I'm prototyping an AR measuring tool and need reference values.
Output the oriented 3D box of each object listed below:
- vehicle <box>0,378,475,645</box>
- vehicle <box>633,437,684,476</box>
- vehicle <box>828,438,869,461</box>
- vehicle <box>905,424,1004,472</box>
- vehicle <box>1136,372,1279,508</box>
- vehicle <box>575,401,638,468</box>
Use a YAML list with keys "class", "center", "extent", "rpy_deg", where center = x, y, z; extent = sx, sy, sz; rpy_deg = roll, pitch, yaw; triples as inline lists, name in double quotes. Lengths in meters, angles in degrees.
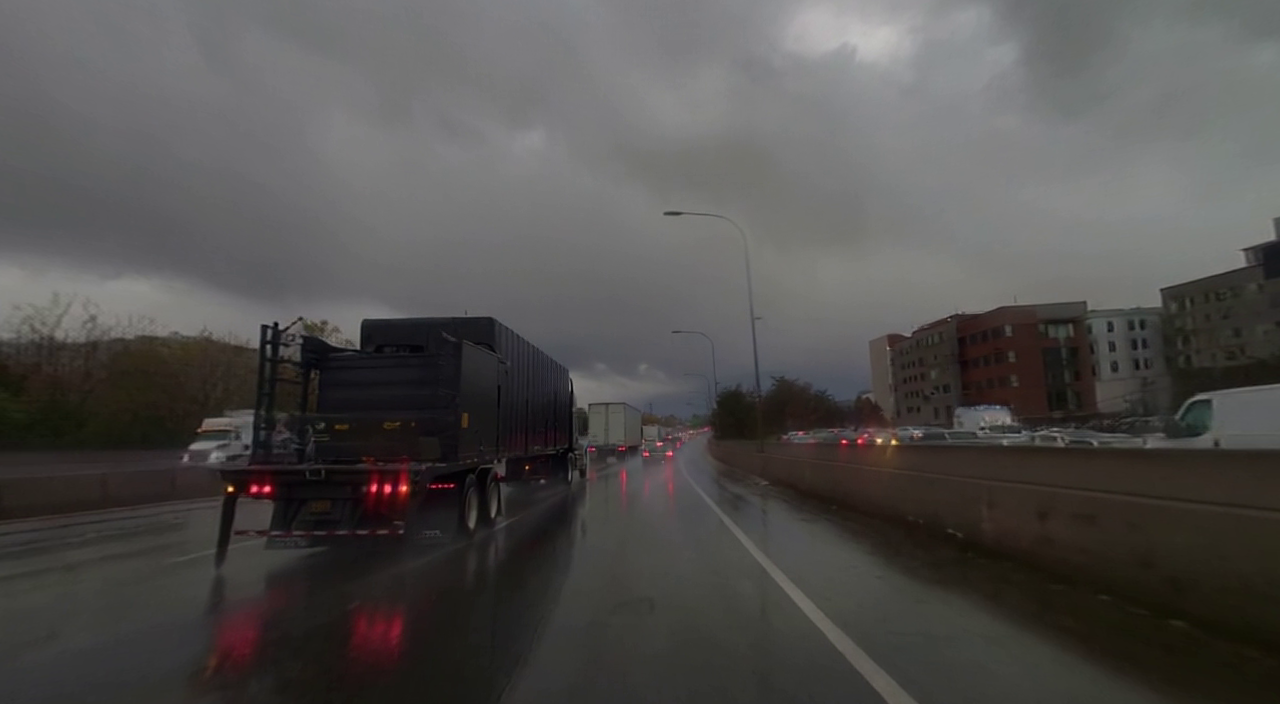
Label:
- class: "vehicle"
  center: [-3.489, 1.309, 6.018]
  extent: [2.896, 1.779, 3.441]
  rpy_deg: [0, -8, -1]
- class: "vehicle"
  center: [0.864, 4.785, 29.024]
  extent: [2.178, 1.640, 4.071]
  rpy_deg: [-1, -9, 3]
- class: "vehicle"
  center: [16.194, 7.607, 49.116]
  extent: [2.022, 1.675, 4.792]
  rpy_deg: [-1, -9, 6]
- class: "vehicle"
  center: [14.905, 4.617, 30.300]
  extent: [2.186, 2.074, 5.586]
  rpy_deg: [-1, -9, 4]
- class: "vehicle"
  center: [13.746, 1.696, 12.139]
  extent: [2.679, 2.597, 7.126]
  rpy_deg: [-1, -9, 2]
- class: "vehicle"
  center: [-1.955, 5.535, 41.562]
  extent: [3.073, 3.894, 9.782]
  rpy_deg: [-1, -9, 3]
